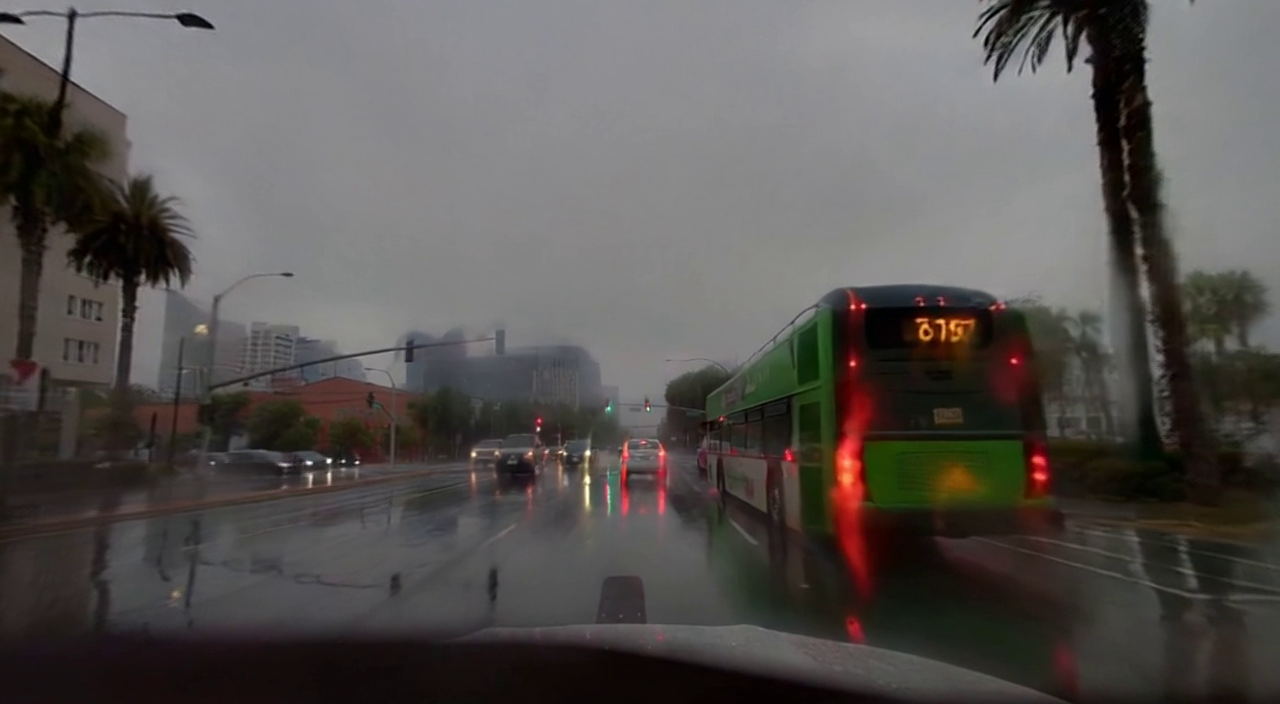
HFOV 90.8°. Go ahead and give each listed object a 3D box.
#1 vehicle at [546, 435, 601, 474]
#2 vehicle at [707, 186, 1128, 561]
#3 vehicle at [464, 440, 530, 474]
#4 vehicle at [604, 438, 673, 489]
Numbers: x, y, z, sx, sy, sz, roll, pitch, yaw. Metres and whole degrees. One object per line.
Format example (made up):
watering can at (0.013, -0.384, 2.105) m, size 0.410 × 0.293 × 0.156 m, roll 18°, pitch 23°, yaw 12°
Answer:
vehicle at (-3.140, 4.962, 30.666) m, size 2.020 × 1.721 × 4.366 m, roll 0°, pitch -9°, yaw 2°
vehicle at (3.567, 1.159, 13.471) m, size 2.970 × 4.015 × 13.606 m, roll 0°, pitch -9°, yaw 1°
vehicle at (-6.791, 5.055, 30.569) m, size 1.927 × 1.480 × 4.832 m, roll 0°, pitch -9°, yaw 2°
vehicle at (-0.016, 3.605, 20.761) m, size 2.060 × 1.499 × 3.831 m, roll 0°, pitch -9°, yaw 1°
